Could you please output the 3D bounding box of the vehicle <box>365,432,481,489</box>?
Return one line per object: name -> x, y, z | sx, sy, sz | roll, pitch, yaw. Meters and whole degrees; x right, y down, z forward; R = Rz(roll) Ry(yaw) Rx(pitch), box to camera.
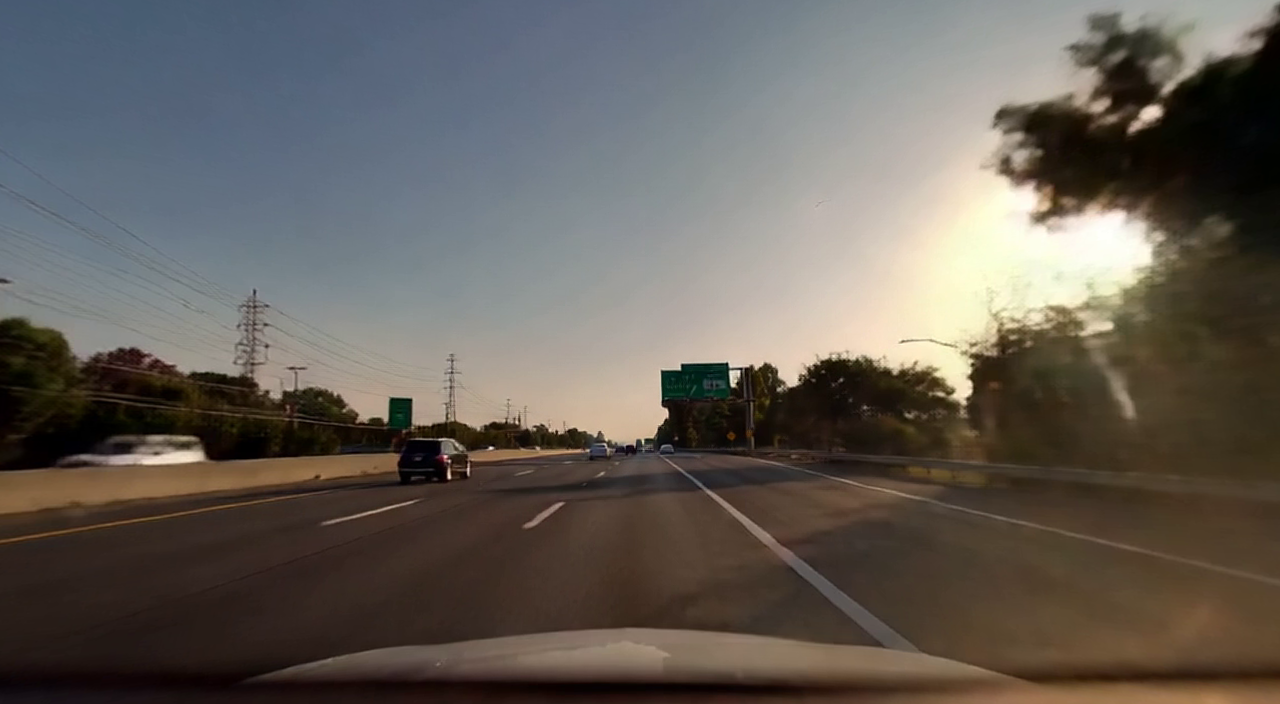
vehicle -> -7.153, 3.641, 21.417 | 2.118, 1.696, 4.836 | 0, -9, 1
